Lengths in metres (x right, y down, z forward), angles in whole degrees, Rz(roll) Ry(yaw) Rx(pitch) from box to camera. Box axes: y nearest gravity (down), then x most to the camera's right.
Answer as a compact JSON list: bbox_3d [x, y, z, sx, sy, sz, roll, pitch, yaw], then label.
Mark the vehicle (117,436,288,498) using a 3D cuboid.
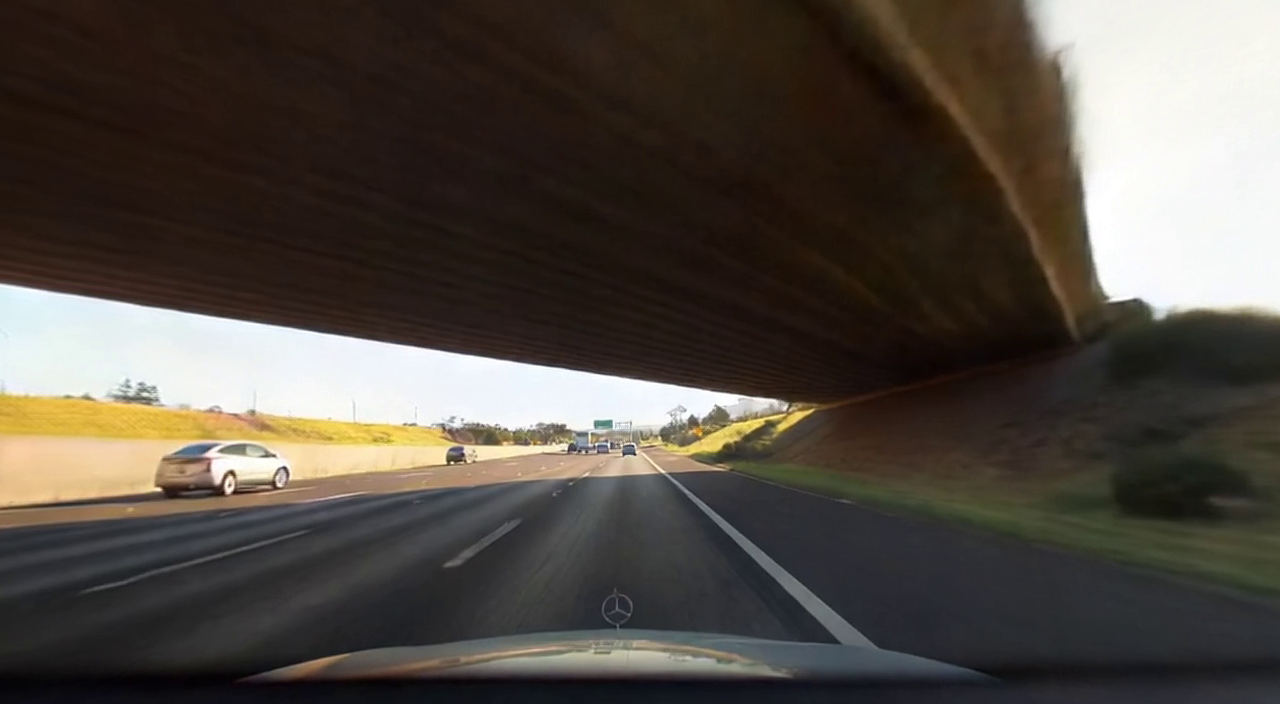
[{"bbox_3d":[-14.382,3.789,21.269,2.049,1.792,5.177,0,-9,0],"label":"vehicle"}]
